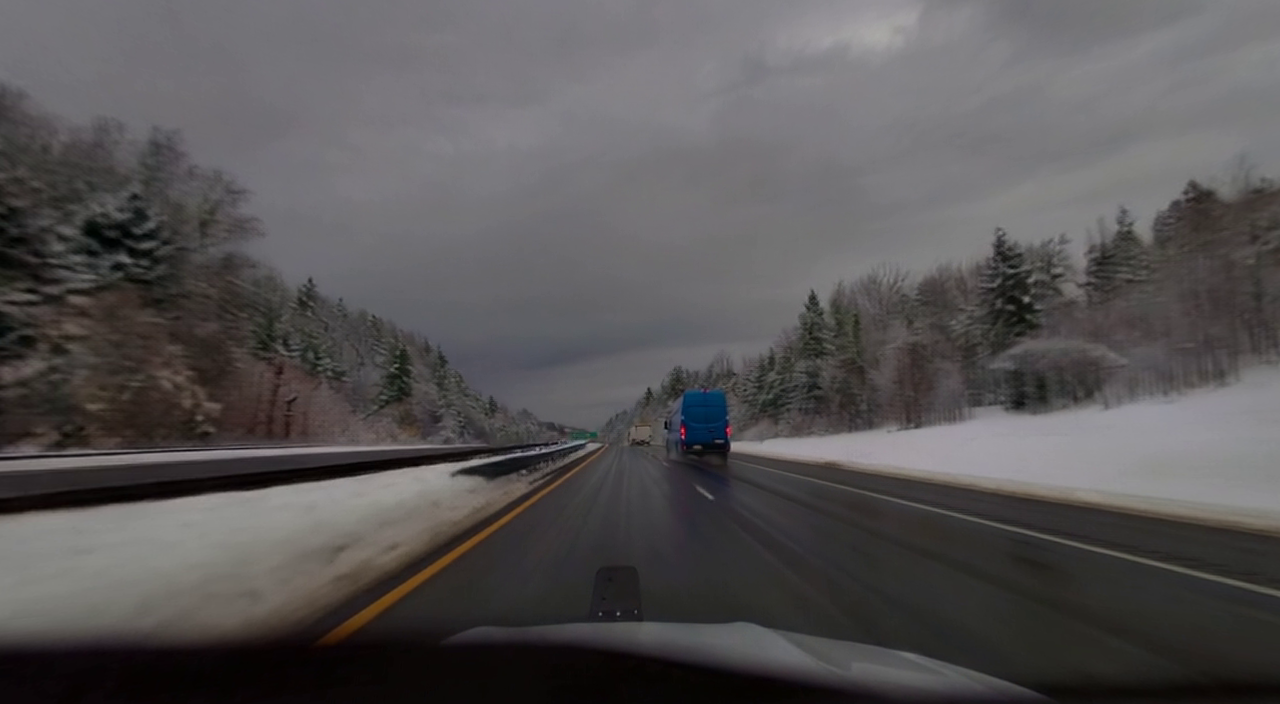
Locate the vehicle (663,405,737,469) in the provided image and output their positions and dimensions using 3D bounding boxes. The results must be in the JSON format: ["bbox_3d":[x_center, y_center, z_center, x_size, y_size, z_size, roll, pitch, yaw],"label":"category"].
[{"bbox_3d":[2.553,3.872,28.753,2.570,2.596,6.082,0,-8,-2],"label":"vehicle"}]
